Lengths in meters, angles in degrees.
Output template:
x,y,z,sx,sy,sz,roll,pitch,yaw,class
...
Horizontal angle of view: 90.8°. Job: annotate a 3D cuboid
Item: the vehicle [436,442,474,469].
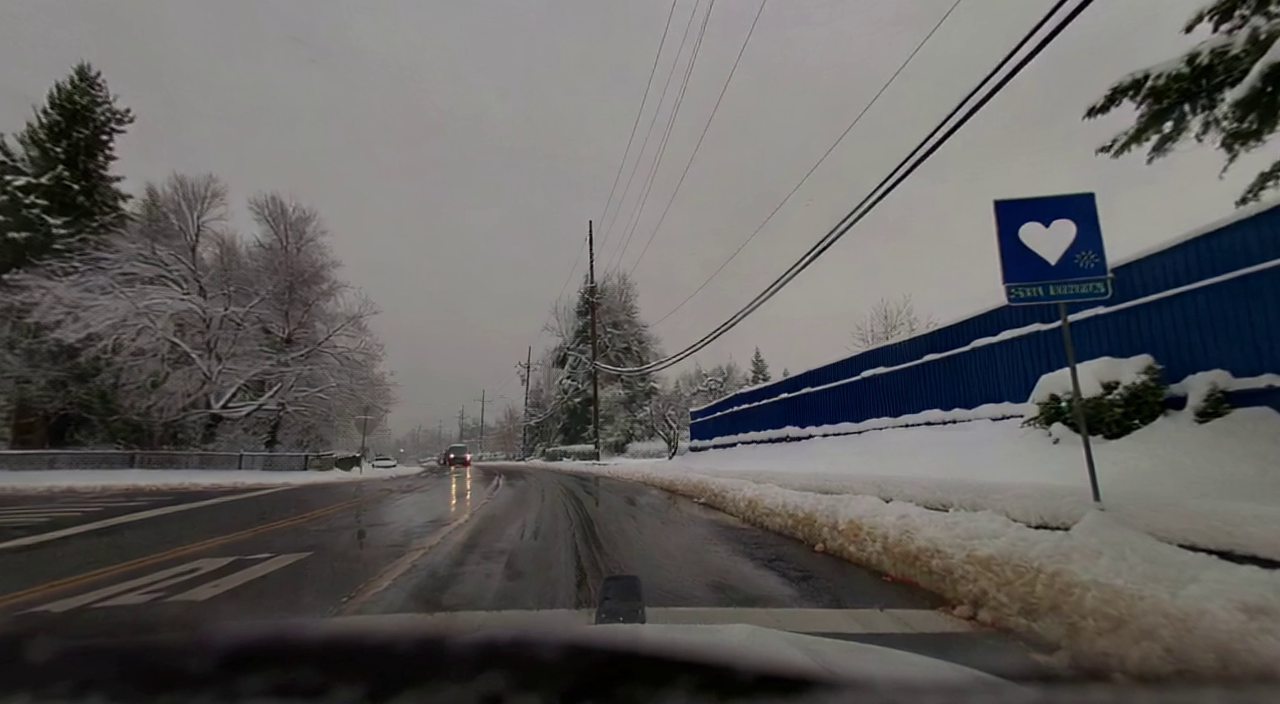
x,y,z,sx,sy,sz,roll,pitch,yaw,class
-14.038,7.762,47.668,2.185,1.901,4.177,3,-9,-23,vehicle
